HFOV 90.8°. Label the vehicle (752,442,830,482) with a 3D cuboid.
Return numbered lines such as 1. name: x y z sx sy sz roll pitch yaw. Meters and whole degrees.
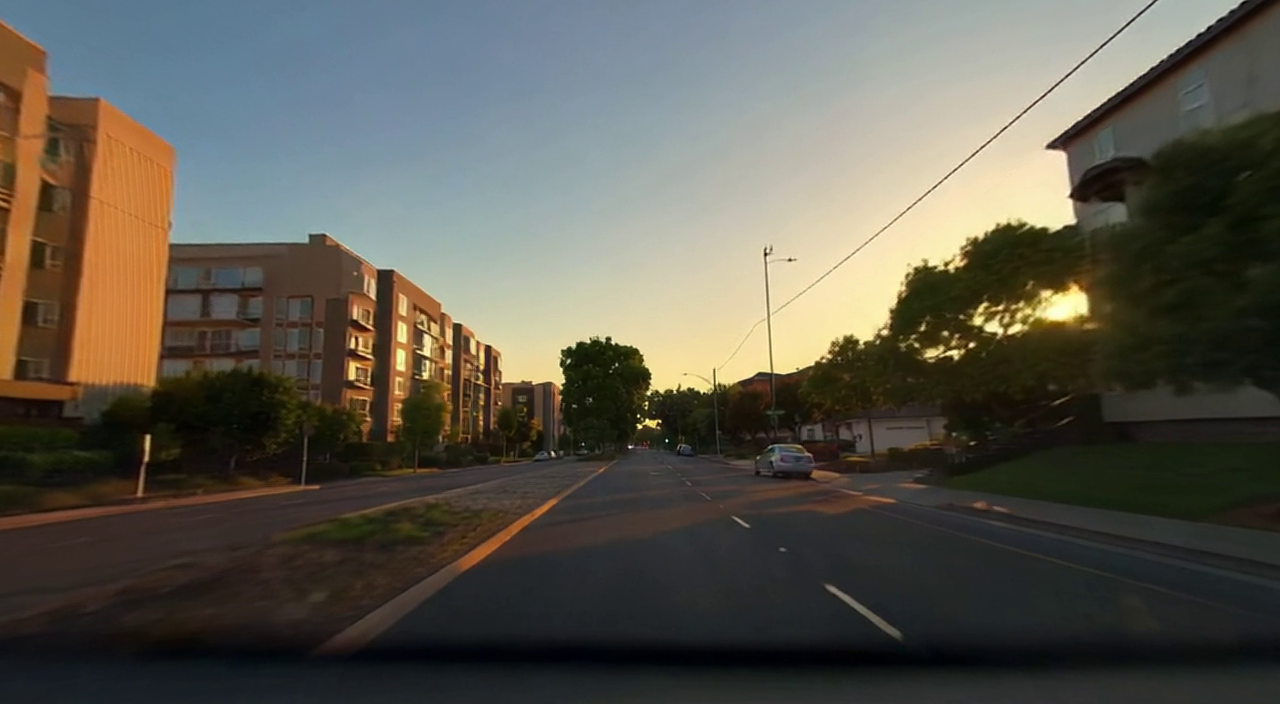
1. vehicle: 6.283 4.632 26.850 1.948 1.526 4.518 0 -9 -3
